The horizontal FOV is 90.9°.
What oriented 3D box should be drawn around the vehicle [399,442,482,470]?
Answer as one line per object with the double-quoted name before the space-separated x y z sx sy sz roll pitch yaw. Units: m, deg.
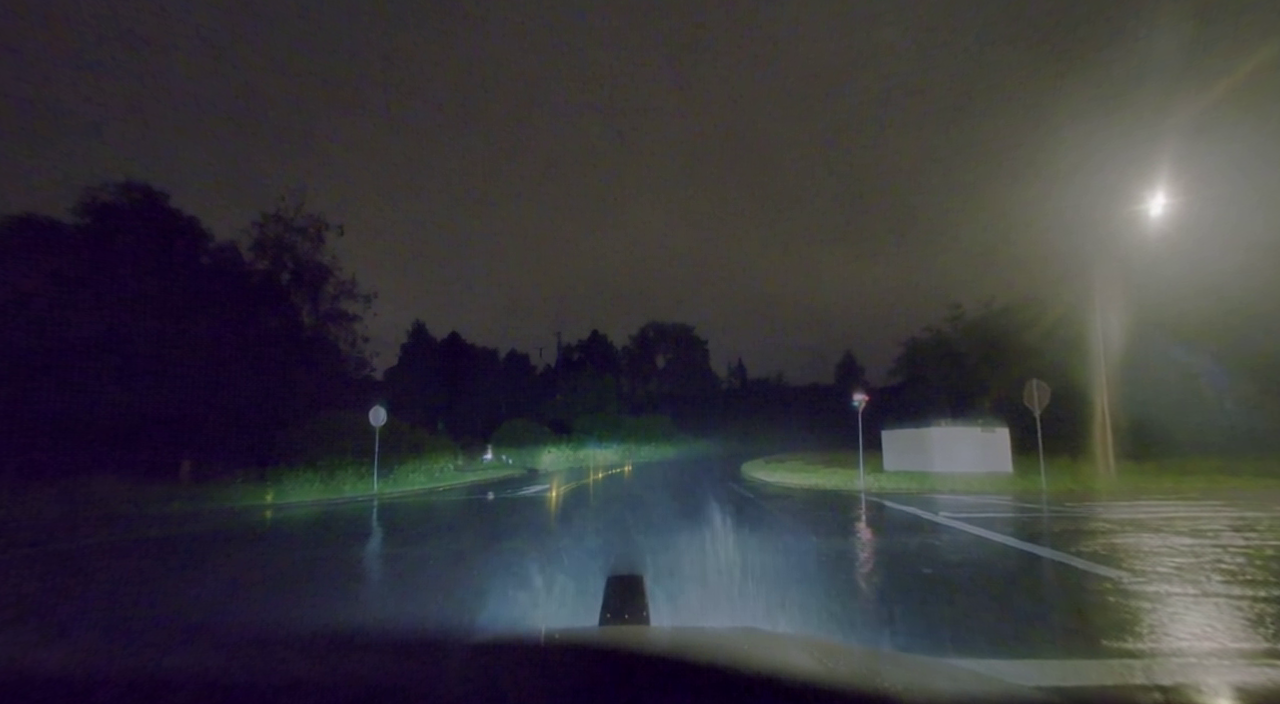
"vehicle" -12.686 6.626 40.227 4.590 1.735 1.973 -1 -9 3
